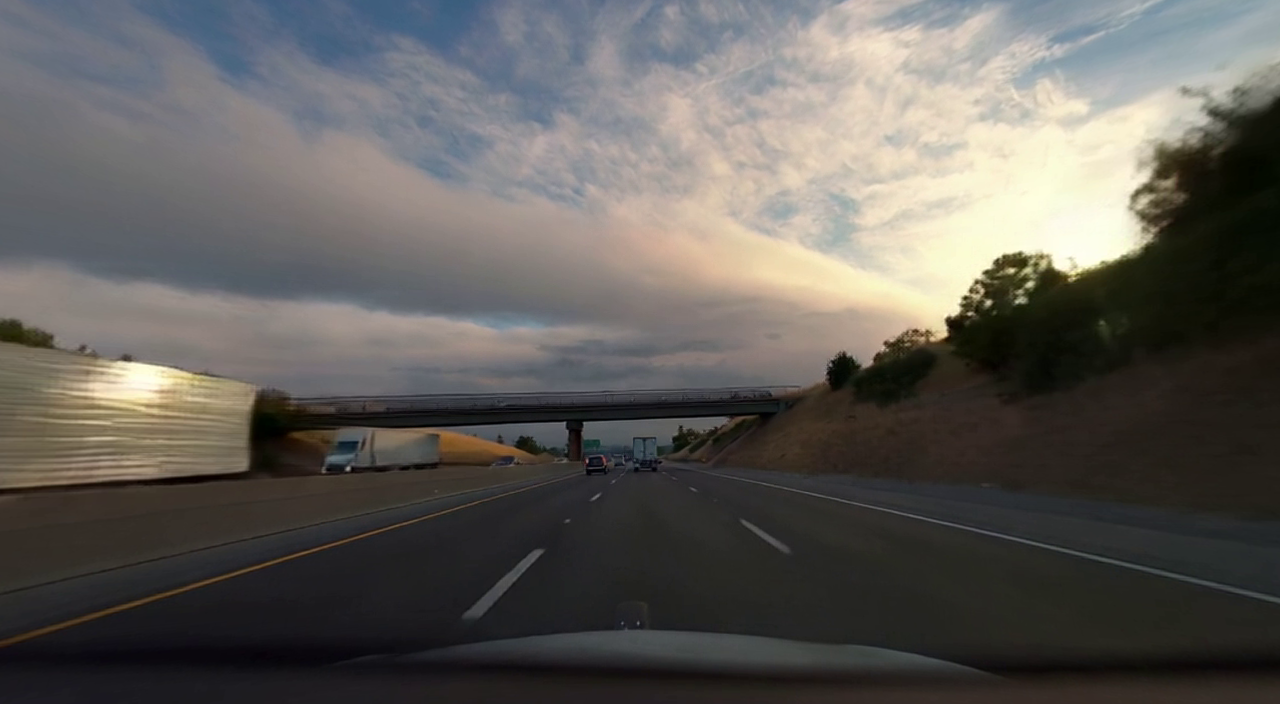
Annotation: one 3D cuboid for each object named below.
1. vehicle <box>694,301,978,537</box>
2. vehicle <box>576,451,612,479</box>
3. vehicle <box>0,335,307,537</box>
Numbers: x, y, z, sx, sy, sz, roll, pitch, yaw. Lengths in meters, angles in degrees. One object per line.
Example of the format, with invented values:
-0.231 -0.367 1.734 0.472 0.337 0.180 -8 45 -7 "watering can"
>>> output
4.019 2.379 19.134 3.131 4.037 16.729 0 -9 -1 "vehicle"
-2.869 7.206 40.393 2.007 1.647 3.854 0 -9 1 "vehicle"
-14.757 2.326 16.753 2.885 4.151 16.611 0 -9 0 "vehicle"
